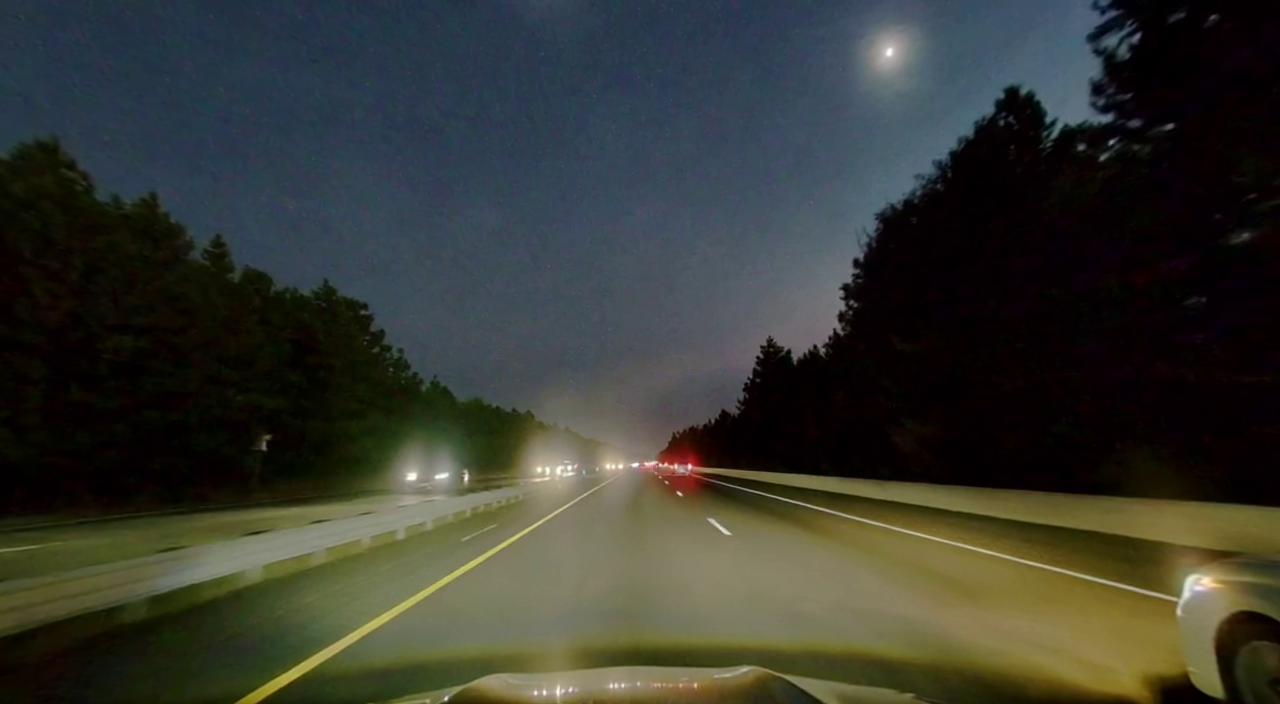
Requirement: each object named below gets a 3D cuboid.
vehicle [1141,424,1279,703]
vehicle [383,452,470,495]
[{"bbox_3d":[3.665,0.837,1.384,1.825,1.494,3.959,1,-10,0],"label":"vehicle"},{"bbox_3d":[-8.362,4.828,25.088,2.040,1.520,3.887,1,-10,1],"label":"vehicle"}]
